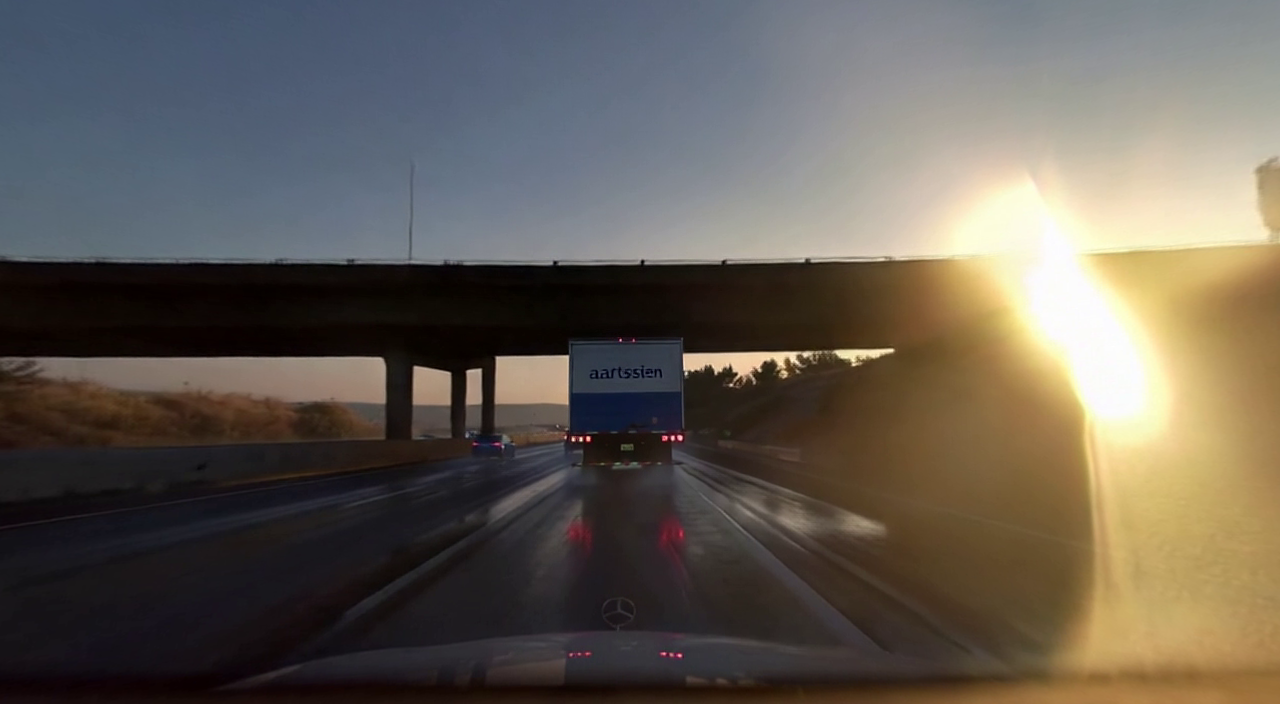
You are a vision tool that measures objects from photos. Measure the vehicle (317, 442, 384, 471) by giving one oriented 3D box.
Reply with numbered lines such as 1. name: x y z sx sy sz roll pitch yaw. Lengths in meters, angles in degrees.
1. vehicle: -16.394 5.907 35.824 1.884 1.465 3.988 0 -8 0

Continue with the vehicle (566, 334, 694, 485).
1. vehicle: -0.295 2.250 22.494 3.442 4.106 10.719 0 -8 0

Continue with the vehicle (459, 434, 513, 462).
1. vehicle: -8.456 5.283 34.811 1.940 1.488 3.976 0 -8 0

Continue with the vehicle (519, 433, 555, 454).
1. vehicle: -8.027 7.116 49.179 1.981 1.574 4.561 0 -8 1
